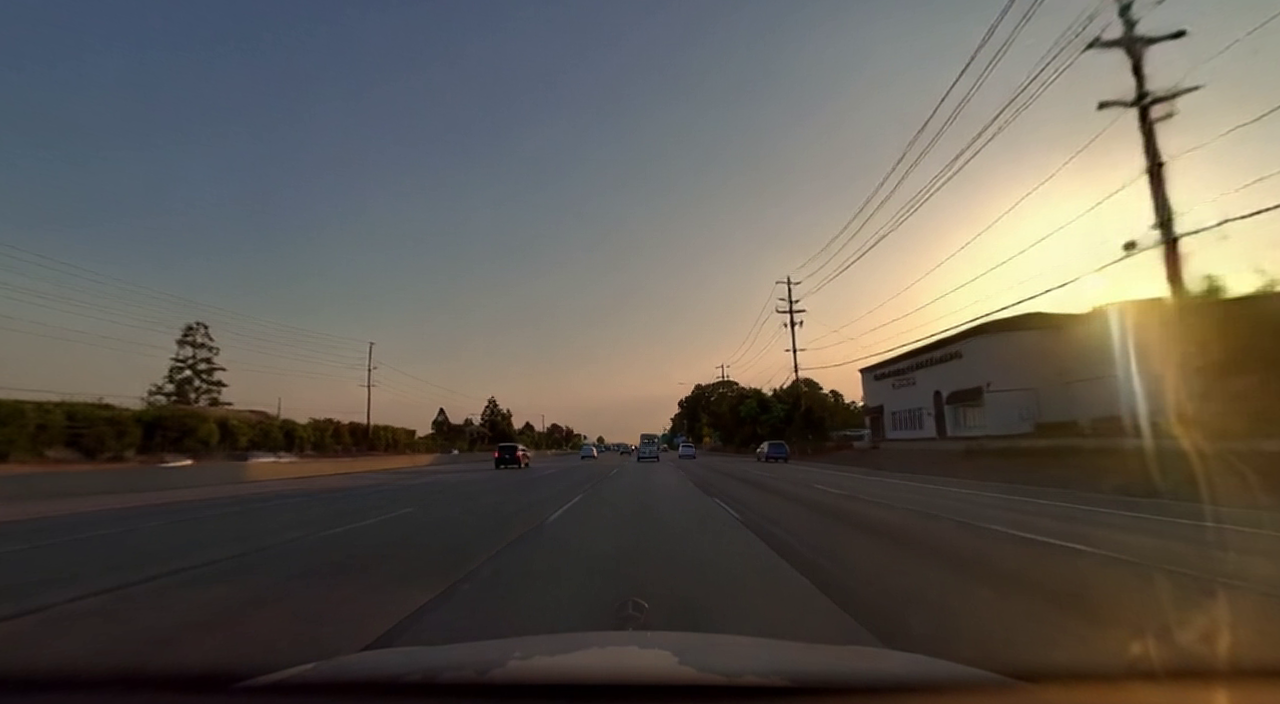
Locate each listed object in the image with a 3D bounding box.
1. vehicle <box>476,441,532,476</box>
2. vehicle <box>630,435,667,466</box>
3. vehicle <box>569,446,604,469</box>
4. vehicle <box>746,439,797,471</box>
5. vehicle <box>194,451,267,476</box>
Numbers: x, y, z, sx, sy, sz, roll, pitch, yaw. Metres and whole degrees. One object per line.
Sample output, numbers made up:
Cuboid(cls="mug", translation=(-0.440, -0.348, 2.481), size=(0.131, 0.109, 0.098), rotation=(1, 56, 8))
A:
Cuboid(cls="vehicle", translation=(-7.221, 5.705, 33.885), size=(2.007, 1.732, 4.395), rotation=(-1, -9, 1))
Cuboid(cls="vehicle", translation=(0.605, 7.489, 47.893), size=(2.622, 2.208, 5.320), rotation=(0, -9, -1))
Cuboid(cls="vehicle", translation=(-3.671, 7.311, 43.917), size=(1.979, 1.469, 4.378), rotation=(0, -9, 0))
Cuboid(cls="vehicle", translation=(7.492, 5.925, 36.409), size=(1.937, 1.698, 4.322), rotation=(0, -9, -1))
Cuboid(cls="vehicle", translation=(-29.708, 8.078, 45.910), size=(1.977, 1.604, 4.810), rotation=(-1, -9, 1))
